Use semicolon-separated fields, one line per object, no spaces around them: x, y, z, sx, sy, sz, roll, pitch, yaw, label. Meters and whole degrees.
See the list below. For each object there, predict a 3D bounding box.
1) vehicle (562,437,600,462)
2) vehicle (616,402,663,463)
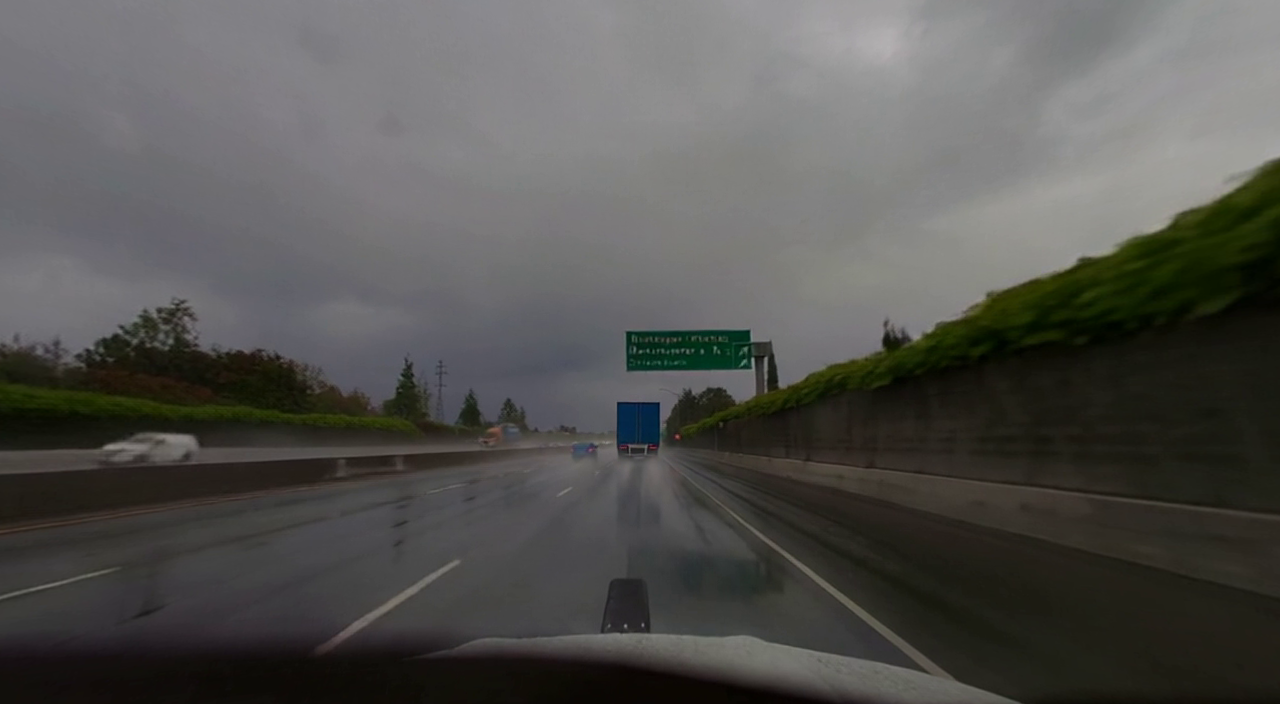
-4.159;6.950;44.997;2.186;1.716;4.672;0;-8;1;vehicle
-0.202;6.472;49.757;3.078;4.031;16.069;0;-8;-1;vehicle
